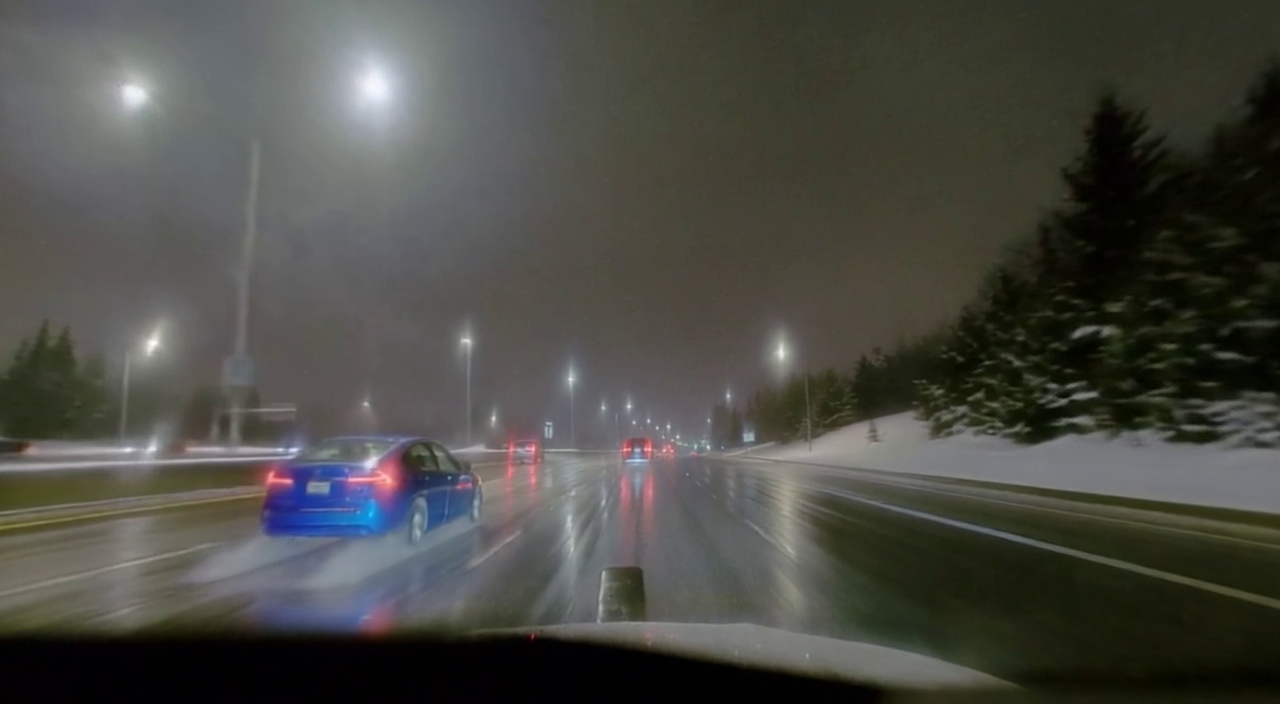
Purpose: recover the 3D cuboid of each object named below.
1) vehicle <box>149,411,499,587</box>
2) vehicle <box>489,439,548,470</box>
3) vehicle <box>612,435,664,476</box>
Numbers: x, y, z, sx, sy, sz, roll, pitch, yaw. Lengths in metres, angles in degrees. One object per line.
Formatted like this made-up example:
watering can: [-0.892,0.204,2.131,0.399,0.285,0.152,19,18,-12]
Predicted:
vehicle: [-3.476,1.713,8.199,2.124,1.607,4.531,0,-9,1]
vehicle: [-6.278,5.359,33.002,1.994,1.519,4.668,0,-9,2]
vehicle: [-0.055,4.627,28.283,2.155,1.690,4.318,0,-9,1]
